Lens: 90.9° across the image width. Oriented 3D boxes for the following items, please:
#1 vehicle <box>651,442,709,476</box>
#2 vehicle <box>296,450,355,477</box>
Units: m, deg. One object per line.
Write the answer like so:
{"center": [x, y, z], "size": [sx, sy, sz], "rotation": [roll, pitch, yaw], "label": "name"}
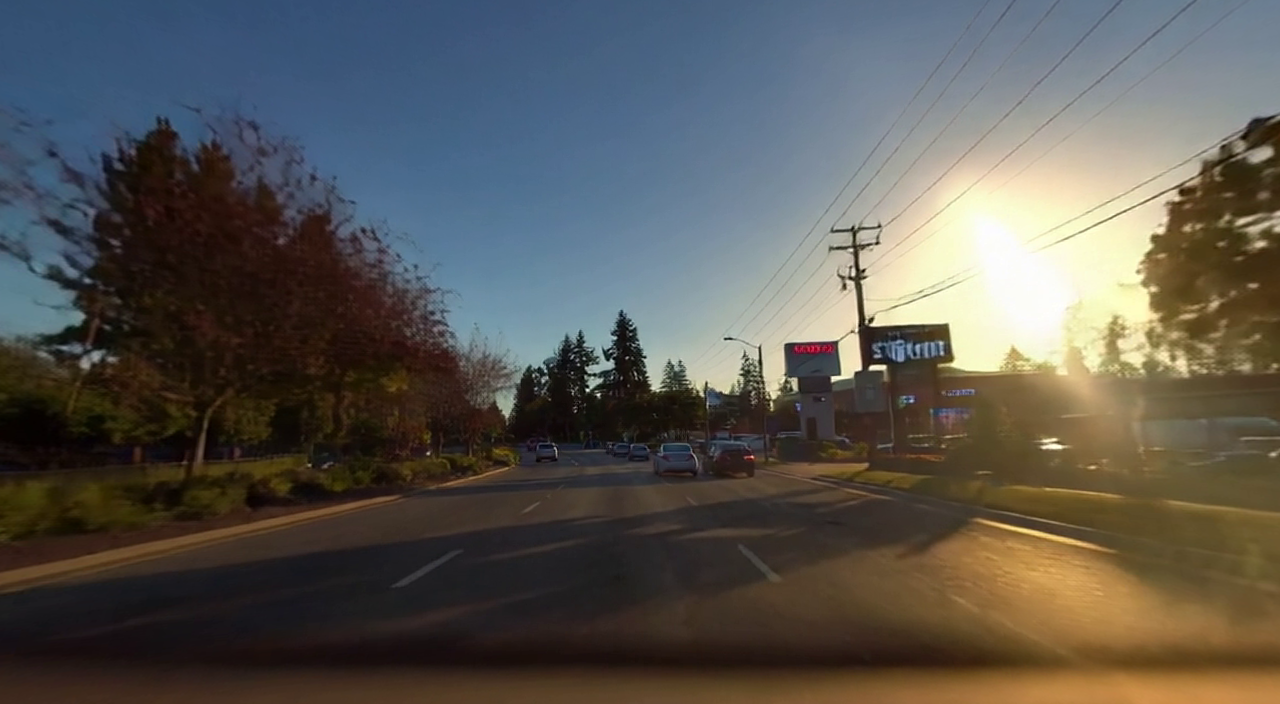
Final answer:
{"center": [1.787, 4.950, 29.457], "size": [2.130, 1.476, 4.453], "rotation": [1, -9, -4], "label": "vehicle"}
{"center": [-21.565, 7.640, 43.508], "size": [2.005, 1.713, 4.648], "rotation": [1, -8, -5], "label": "vehicle"}
